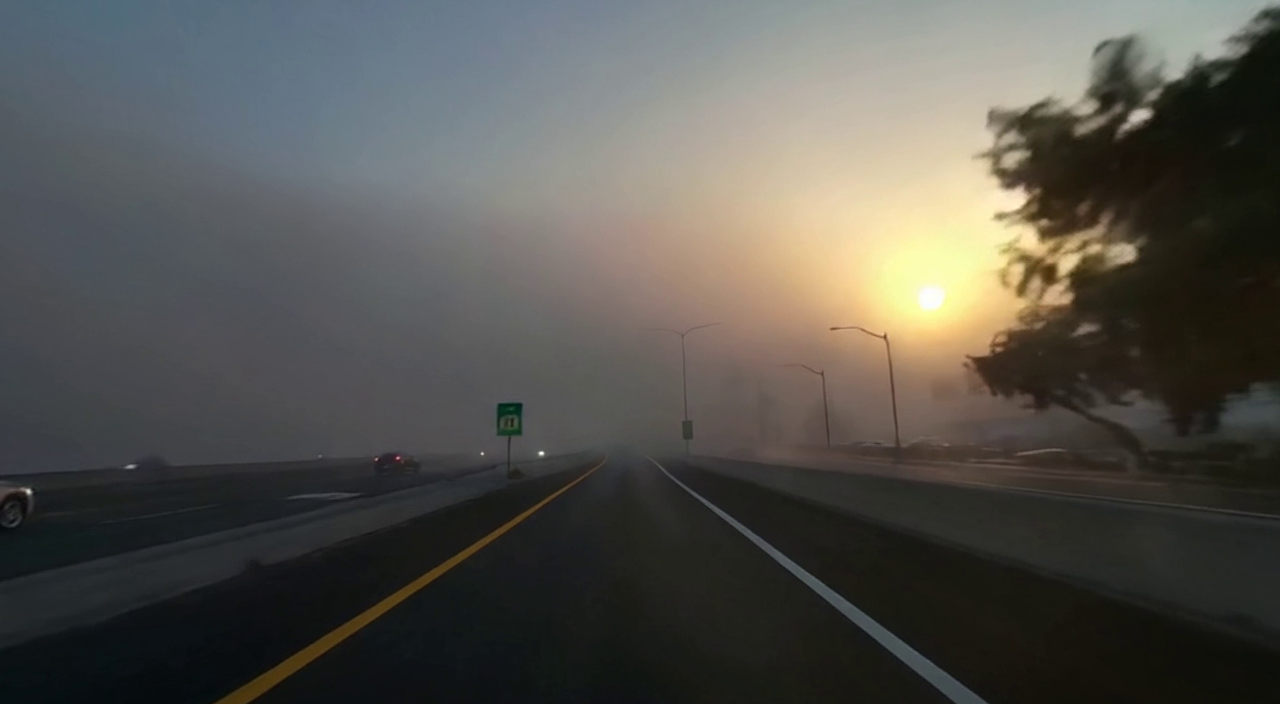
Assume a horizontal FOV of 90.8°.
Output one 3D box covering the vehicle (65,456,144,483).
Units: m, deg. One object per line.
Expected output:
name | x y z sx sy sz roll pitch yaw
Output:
vehicle | -36.302 7.950 42.964 1.978 1.492 4.214 -2 -8 -5
